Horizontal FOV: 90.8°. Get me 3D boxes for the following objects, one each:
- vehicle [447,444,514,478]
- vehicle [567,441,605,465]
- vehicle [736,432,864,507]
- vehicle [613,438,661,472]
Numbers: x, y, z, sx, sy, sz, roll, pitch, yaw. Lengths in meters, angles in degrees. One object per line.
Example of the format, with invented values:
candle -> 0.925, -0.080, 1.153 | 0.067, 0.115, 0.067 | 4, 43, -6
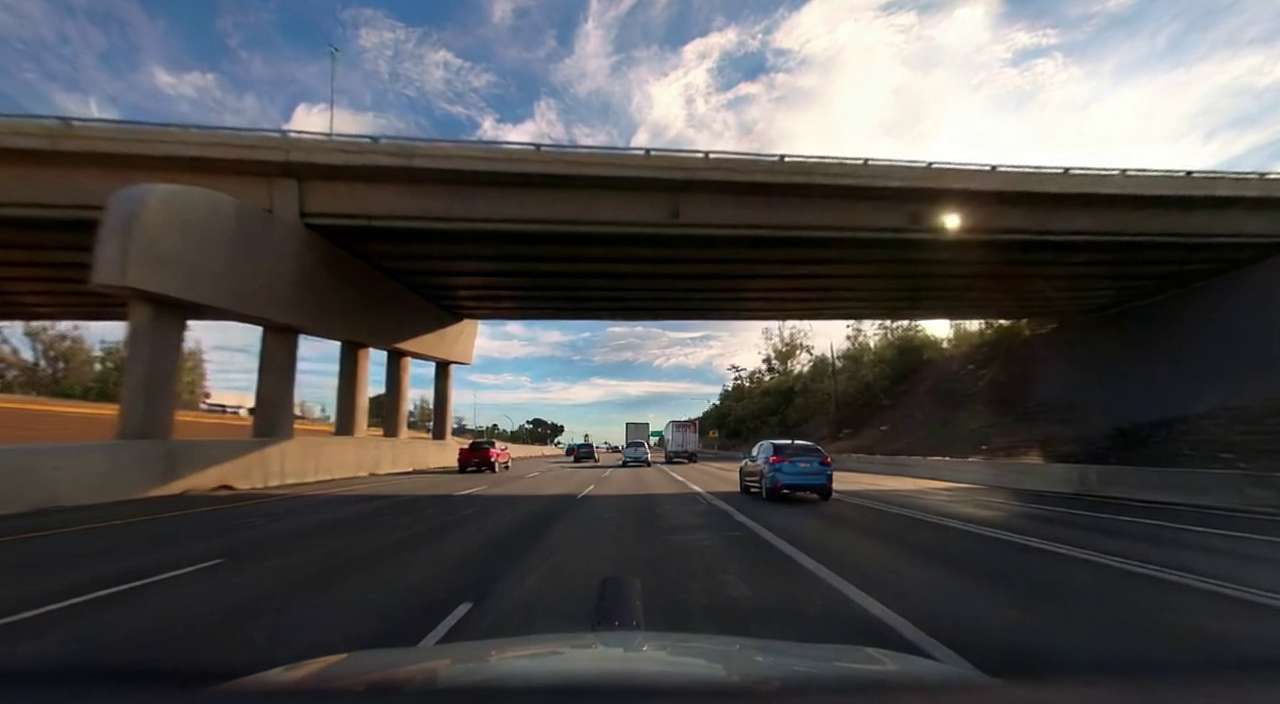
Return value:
vehicle -> -7.393, 5.074, 29.746 | 1.947, 1.444, 4.595 | 0, -9, 0
vehicle -> -4.145, 7.884, 49.388 | 2.535, 1.715, 5.030 | 0, -9, -1
vehicle -> 3.881, 2.939, 16.140 | 2.119, 1.653, 4.000 | 0, -9, -2
vehicle -> -0.181, 5.930, 36.544 | 2.572, 1.837, 5.693 | 0, -9, 0
